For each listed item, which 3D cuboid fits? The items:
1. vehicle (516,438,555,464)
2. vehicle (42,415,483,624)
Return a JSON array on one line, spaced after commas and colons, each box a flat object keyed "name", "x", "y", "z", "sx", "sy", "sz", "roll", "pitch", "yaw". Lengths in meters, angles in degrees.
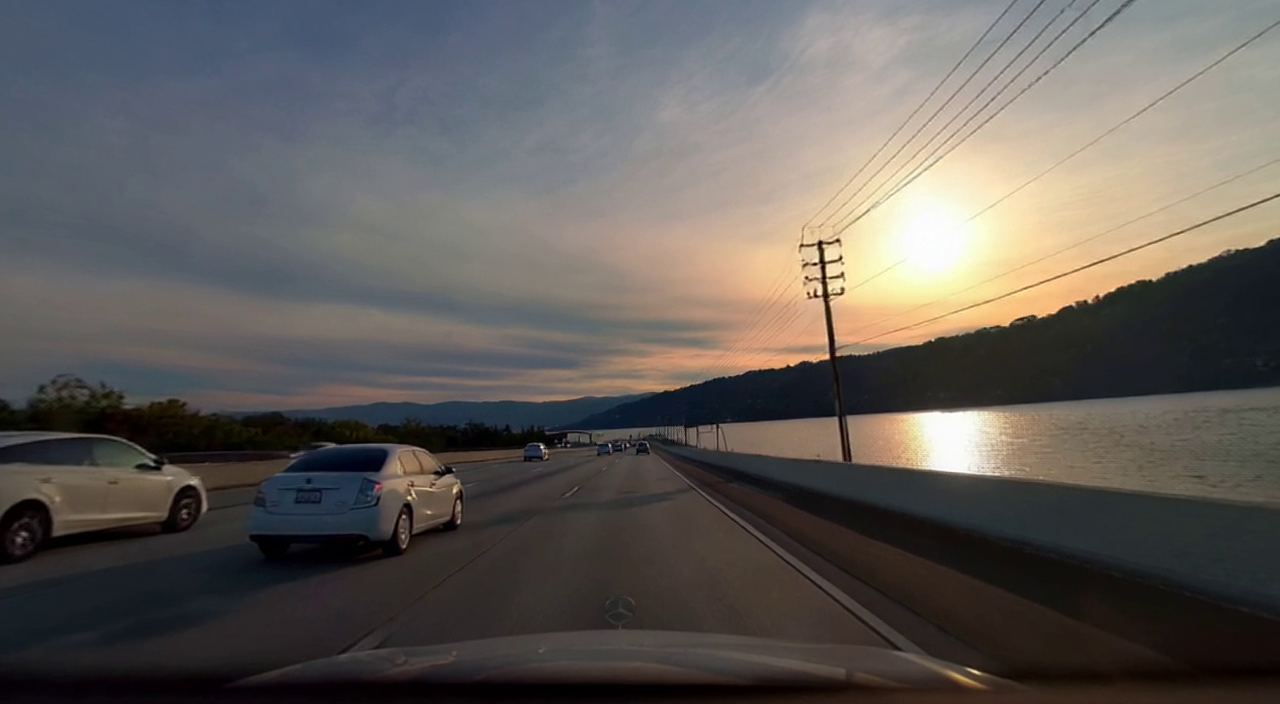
[{"name": "vehicle", "x": -7.405, "y": 7.053, "z": 45.155, "sx": 2.050, "sy": 1.717, "sz": 4.418, "roll": 0, "pitch": -8, "yaw": 0}, {"name": "vehicle", "x": -3.316, "y": 1.549, "z": 6.887, "sx": 2.015, "sy": 1.501, "sz": 4.454, "roll": 0, "pitch": -8, "yaw": 1}]
